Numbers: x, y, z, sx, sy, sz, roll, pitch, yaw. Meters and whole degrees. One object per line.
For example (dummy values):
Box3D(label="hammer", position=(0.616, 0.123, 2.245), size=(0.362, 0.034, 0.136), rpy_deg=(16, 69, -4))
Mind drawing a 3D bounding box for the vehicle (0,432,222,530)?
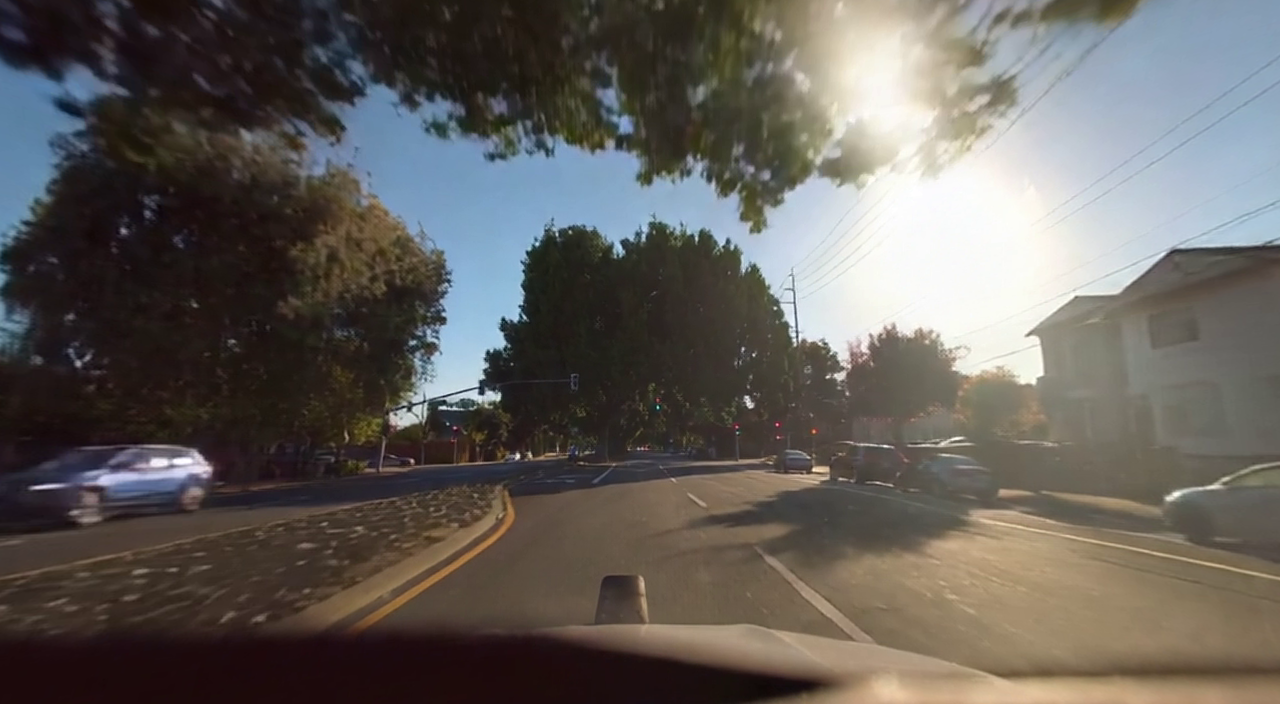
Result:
Box3D(label="vehicle", position=(-11.513, 2.667, 13.650), size=(1.940, 1.740, 4.356), rpy_deg=(0, -9, 0))

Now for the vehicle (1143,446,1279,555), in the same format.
Box3D(label="vehicle", position=(9.853, 2.055, 8.762), size=(1.991, 1.490, 4.470), rpy_deg=(0, -9, -1))

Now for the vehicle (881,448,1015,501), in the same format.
Box3D(label="vehicle", position=(9.779, 3.883, 20.562), size=(1.931, 1.473, 4.742), rpy_deg=(0, -9, 0))

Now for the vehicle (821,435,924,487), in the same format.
Box3D(label="vehicle", position=(9.817, 4.647, 27.339), size=(2.245, 1.983, 5.433), rpy_deg=(0, -9, -2))

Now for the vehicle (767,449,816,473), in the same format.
Box3D(label="vehicle", position=(9.844, 7.085, 41.374), size=(1.918, 1.483, 4.813), rpy_deg=(0, -9, -1))
